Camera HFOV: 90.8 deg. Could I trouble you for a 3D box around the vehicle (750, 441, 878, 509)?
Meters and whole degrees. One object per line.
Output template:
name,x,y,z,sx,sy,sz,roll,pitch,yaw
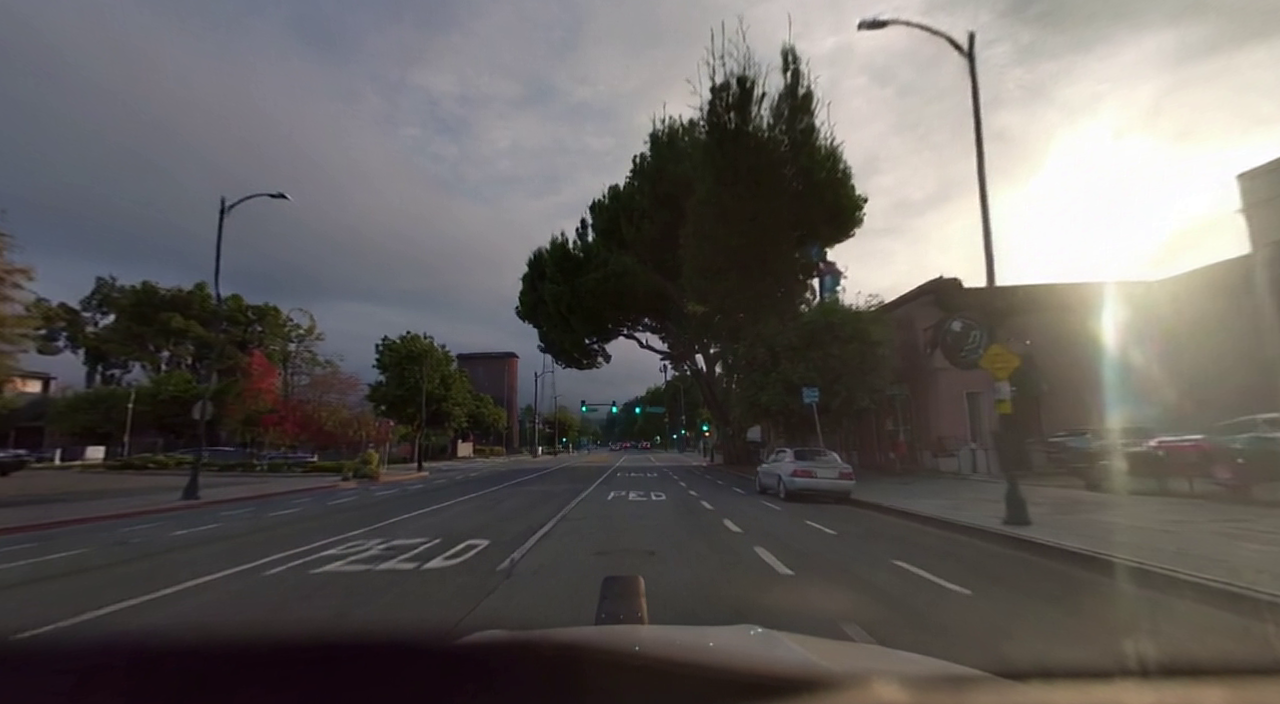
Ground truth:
vehicle,4.242,3.043,16.232,1.856,1.462,4.501,1,-8,-2
